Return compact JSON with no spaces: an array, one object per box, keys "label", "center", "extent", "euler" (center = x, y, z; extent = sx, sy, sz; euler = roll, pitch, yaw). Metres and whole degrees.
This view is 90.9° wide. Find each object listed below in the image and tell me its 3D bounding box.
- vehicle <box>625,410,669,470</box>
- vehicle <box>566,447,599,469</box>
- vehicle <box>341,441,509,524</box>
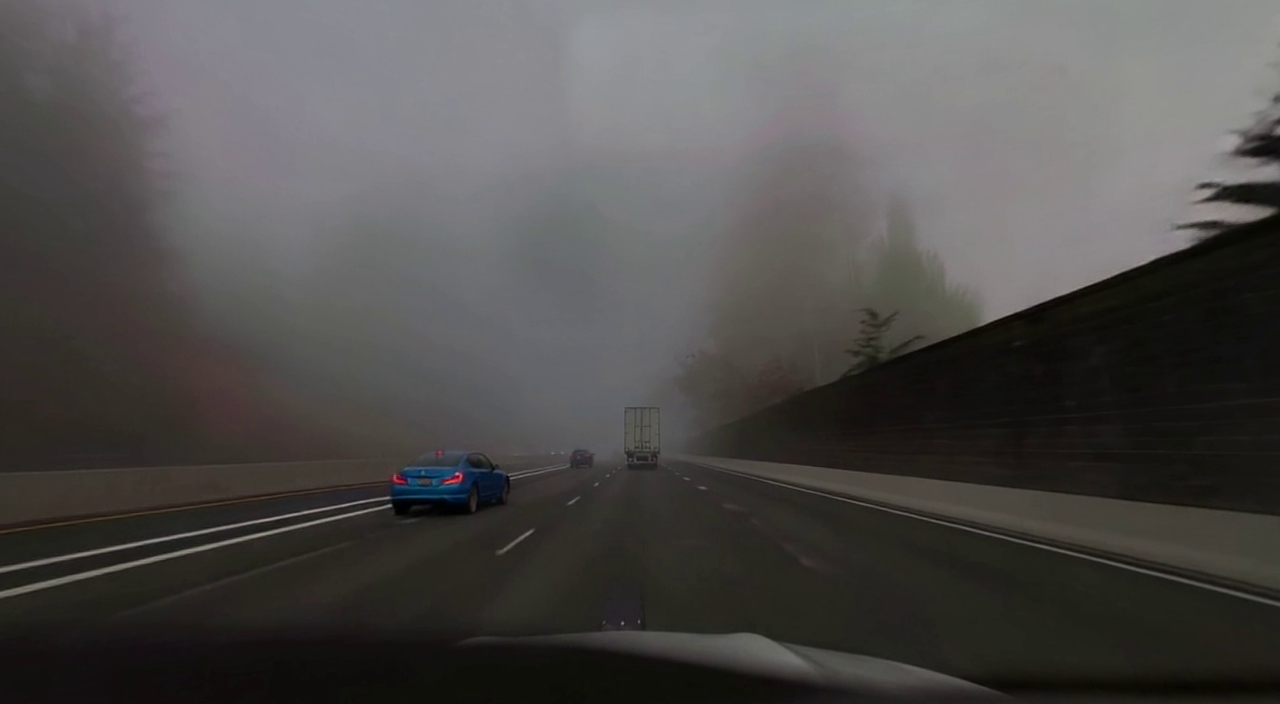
[{"label":"vehicle","center":[0.517,6.764,47.888],"extent":[2.980,4.051,10.359],"euler":[0,-9,0]},{"label":"vehicle","center":[-4.091,7.648,45.568],"extent":[1.974,1.531,4.429],"euler":[0,-9,0]},{"label":"vehicle","center":[-4.377,2.723,13.771],"extent":[1.977,1.478,4.702],"euler":[0,-9,0]}]
